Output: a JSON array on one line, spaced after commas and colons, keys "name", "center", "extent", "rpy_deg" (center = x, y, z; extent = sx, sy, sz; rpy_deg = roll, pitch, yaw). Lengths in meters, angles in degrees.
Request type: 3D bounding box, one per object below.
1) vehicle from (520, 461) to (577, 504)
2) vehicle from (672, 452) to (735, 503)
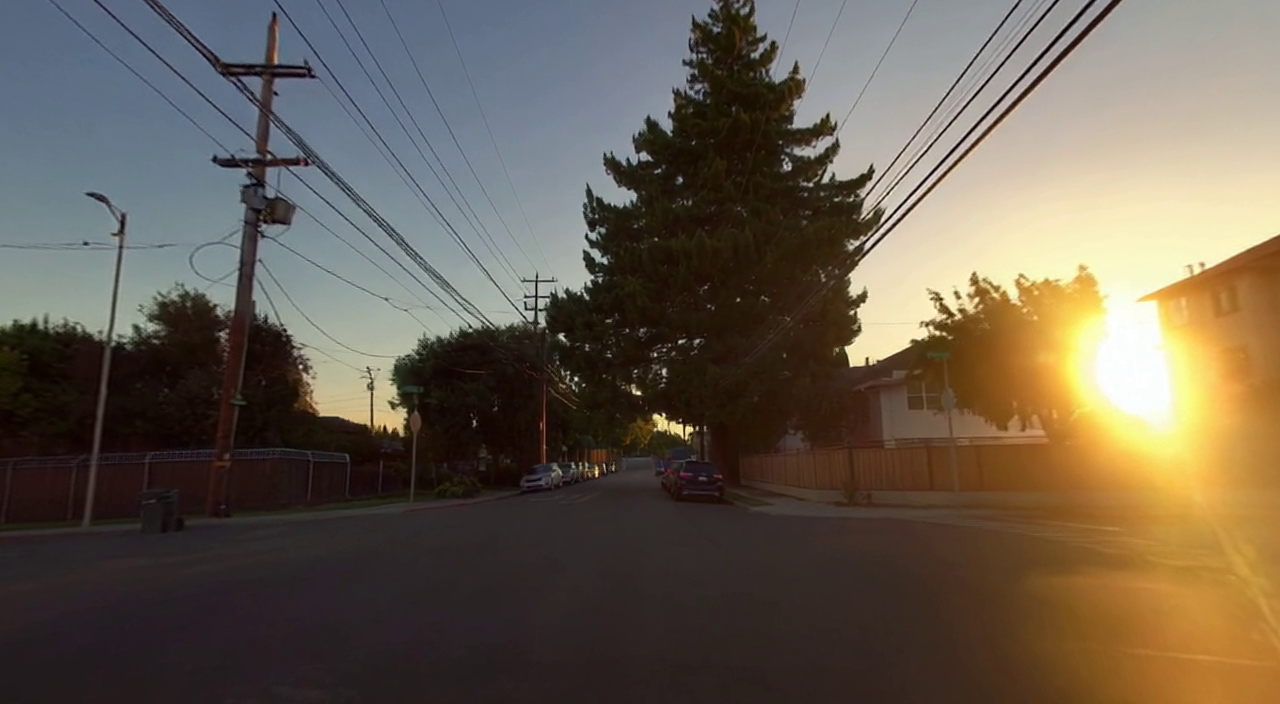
[{"name": "vehicle", "center": [-4.304, 6.226, 30.451], "extent": [2.189, 1.771, 4.571], "rpy_deg": [0, -9, -1]}, {"name": "vehicle", "center": [2.581, 5.263, 26.946], "extent": [2.051, 1.874, 4.459], "rpy_deg": [0, -8, -2]}]
